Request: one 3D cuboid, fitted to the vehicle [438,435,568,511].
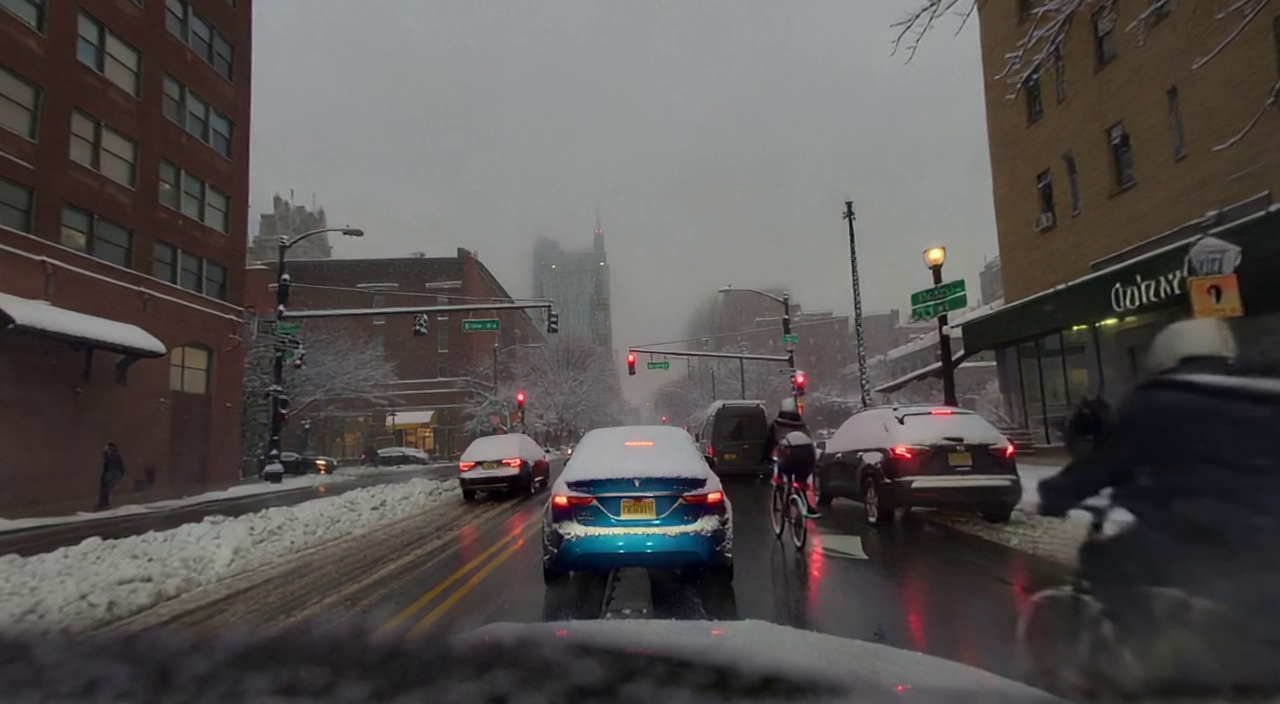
[{"bbox_3d":[-2.944,2.707,14.626,2.039,1.452,4.489,0,-9,-1],"label":"vehicle"}]

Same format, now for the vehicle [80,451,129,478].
[{"bbox_3d":[-37.994,7.921,44.672,2.264,1.722,4.721,7,-12,-42],"label":"vehicle"}]

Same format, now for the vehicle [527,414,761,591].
[{"bbox_3d":[0.012,1.655,7.735,2.091,1.557,4.000,0,-9,-1],"label":"vehicle"}]

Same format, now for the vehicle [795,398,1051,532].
[{"bbox_3d":[4.508,1.911,11.136,2.142,1.829,4.767,0,-9,-2],"label":"vehicle"}]
